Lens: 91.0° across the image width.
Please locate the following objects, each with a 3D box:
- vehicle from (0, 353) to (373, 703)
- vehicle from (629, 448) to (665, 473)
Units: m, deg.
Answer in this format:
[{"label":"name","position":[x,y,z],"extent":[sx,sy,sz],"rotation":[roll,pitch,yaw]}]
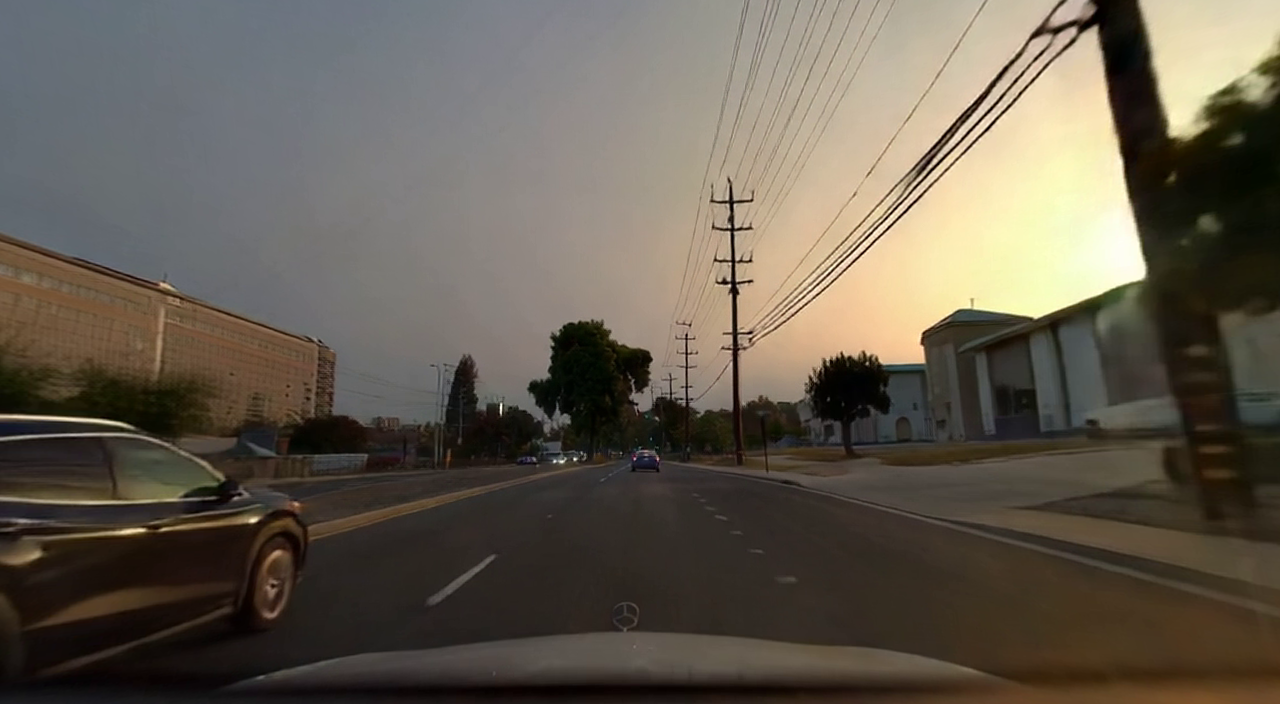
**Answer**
[{"label":"vehicle","position":[-3.506,0.984,3.257],"extent":[2.169,1.679,4.723],"rotation":[0,-8,0]},{"label":"vehicle","position":[0.384,6.815,39.808],"extent":[2.114,1.492,4.453],"rotation":[0,-8,-1]}]
